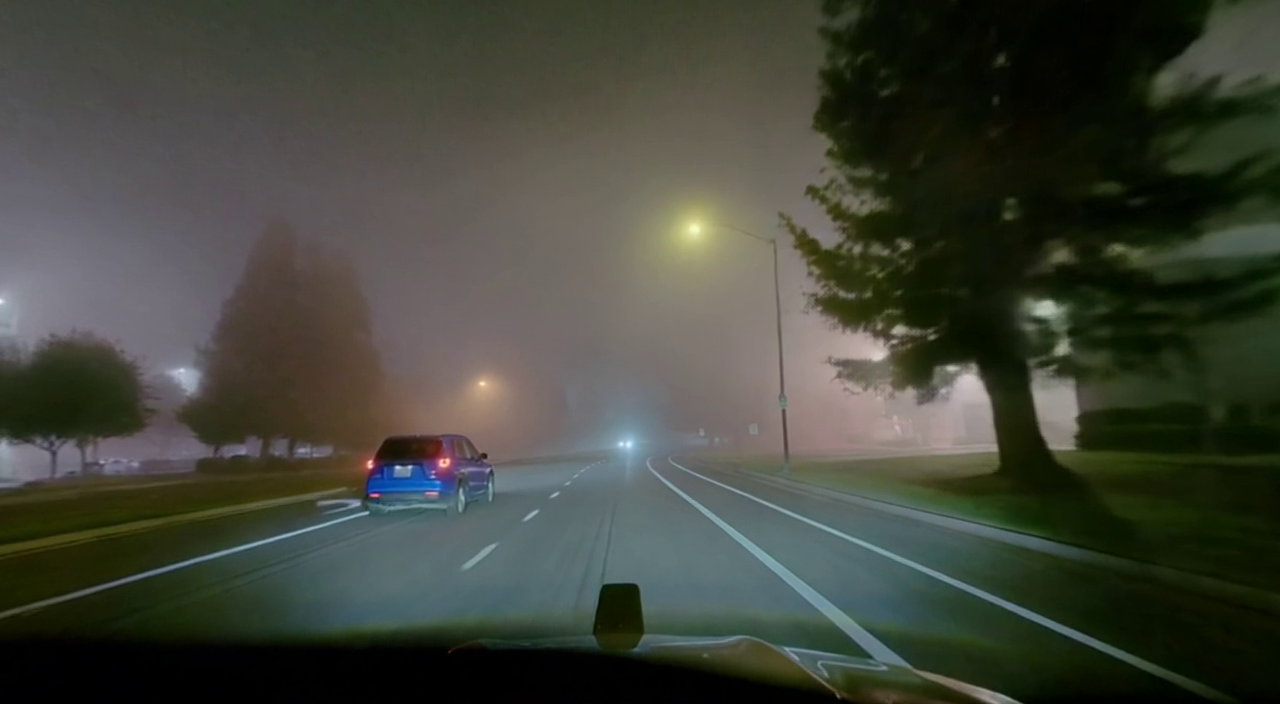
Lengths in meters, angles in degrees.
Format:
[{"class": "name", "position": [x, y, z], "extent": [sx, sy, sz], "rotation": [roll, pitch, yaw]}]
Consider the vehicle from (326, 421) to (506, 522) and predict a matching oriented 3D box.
[{"class": "vehicle", "position": [-4.337, 2.388, 13.152], "extent": [2.121, 1.724, 4.392], "rotation": [0, -9, 0]}]
